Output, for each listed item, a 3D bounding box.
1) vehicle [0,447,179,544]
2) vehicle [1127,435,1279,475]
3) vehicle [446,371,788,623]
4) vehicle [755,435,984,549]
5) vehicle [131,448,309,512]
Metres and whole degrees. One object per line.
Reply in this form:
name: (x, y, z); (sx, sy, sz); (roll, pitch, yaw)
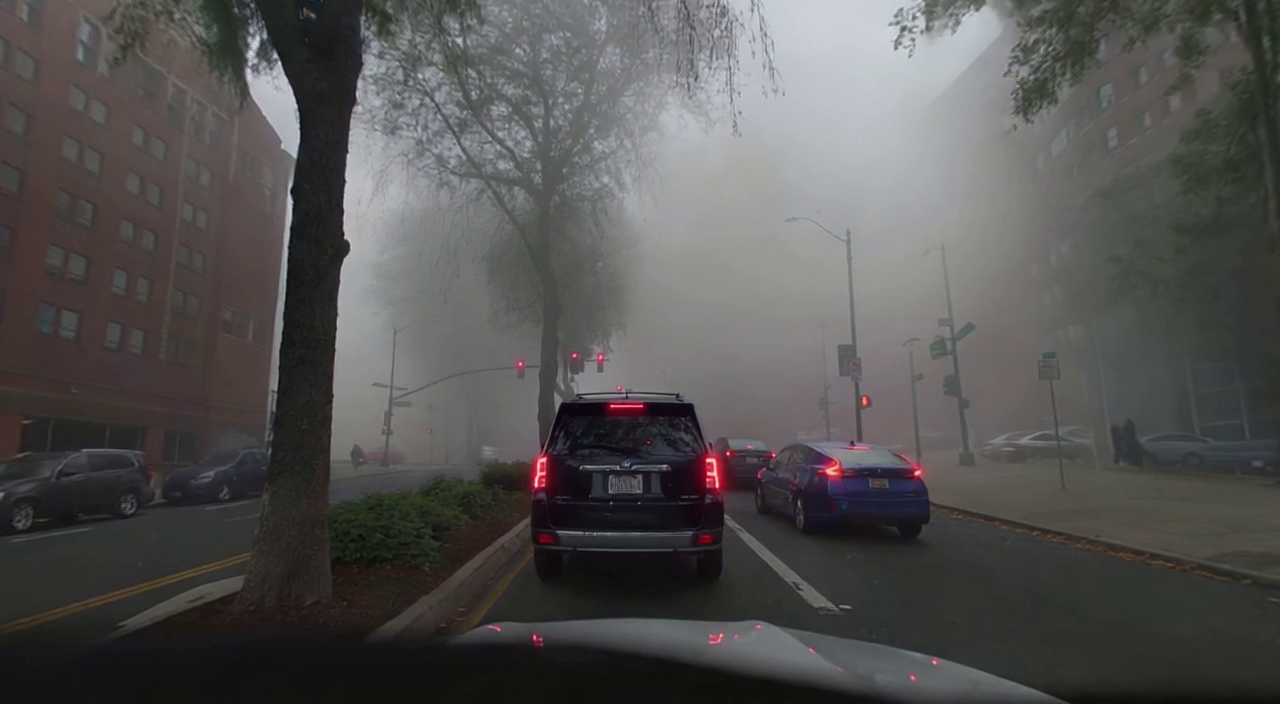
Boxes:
vehicle: (-12.538, 2.918, 13.450); (1.891, 1.723, 4.360); (0, -8, 1)
vehicle: (22.173, 4.048, 24.953); (4.055, 1.469, 1.848); (-4, -9, 26)
vehicle: (-0.158, 1.357, 6.759); (2.453, 1.816, 4.300); (0, -8, 0)
vehicle: (3.294, 2.082, 10.074); (2.056, 1.422, 4.130); (0, -8, -1)
vehicle: (-12.459, 3.779, 19.123); (2.207, 1.648, 4.675); (0, -8, -1)
